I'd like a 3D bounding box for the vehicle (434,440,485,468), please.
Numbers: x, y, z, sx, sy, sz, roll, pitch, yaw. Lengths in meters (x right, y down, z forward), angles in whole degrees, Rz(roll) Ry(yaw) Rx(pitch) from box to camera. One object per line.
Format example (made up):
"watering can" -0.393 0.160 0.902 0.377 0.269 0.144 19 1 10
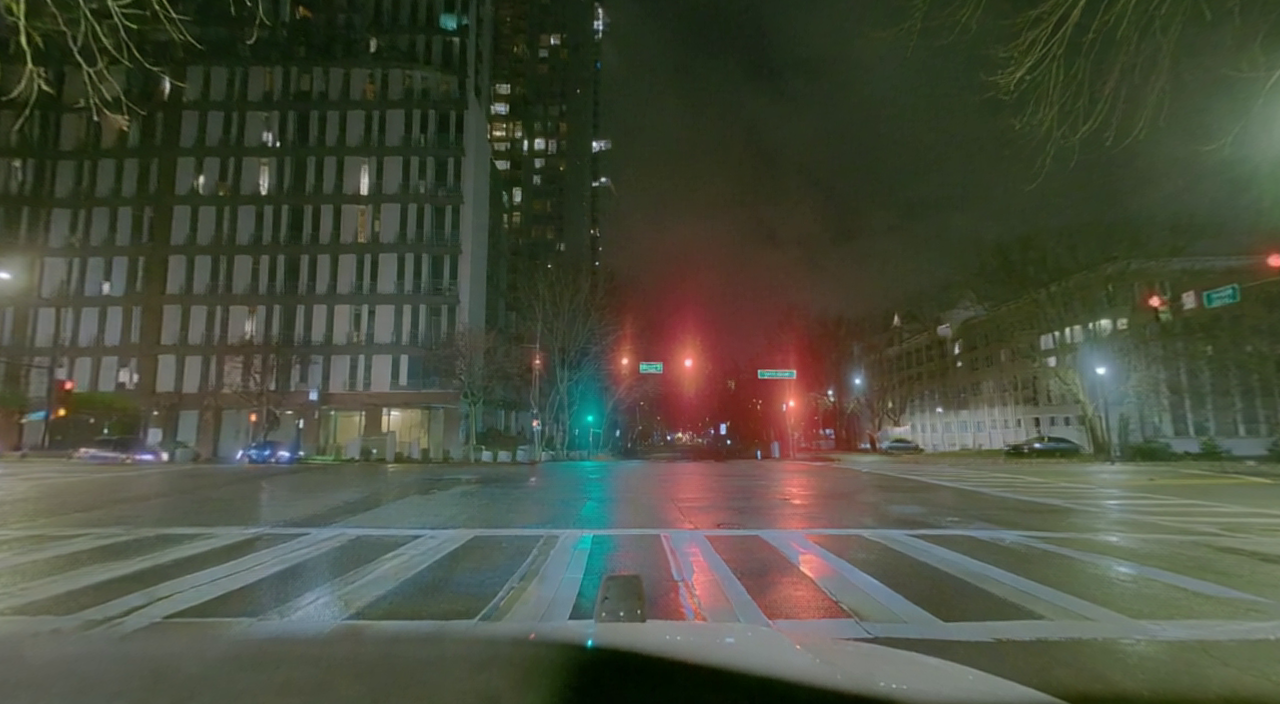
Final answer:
"vehicle" -12.000 6.803 42.311 2.080 1.763 4.341 0 -8 0

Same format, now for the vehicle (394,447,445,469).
"vehicle" -15.558 7.453 44.795 2.056 1.450 4.343 0 -8 0

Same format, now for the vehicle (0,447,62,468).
"vehicle" -45.300 7.764 46.560 1.858 1.467 3.624 0 -8 0

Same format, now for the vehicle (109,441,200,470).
"vehicle" -34.956 7.427 45.710 2.204 1.955 5.518 0 -8 0

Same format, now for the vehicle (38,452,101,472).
"vehicle" -41.637 8.019 46.184 1.552 1.339 3.340 -2 -9 -1
